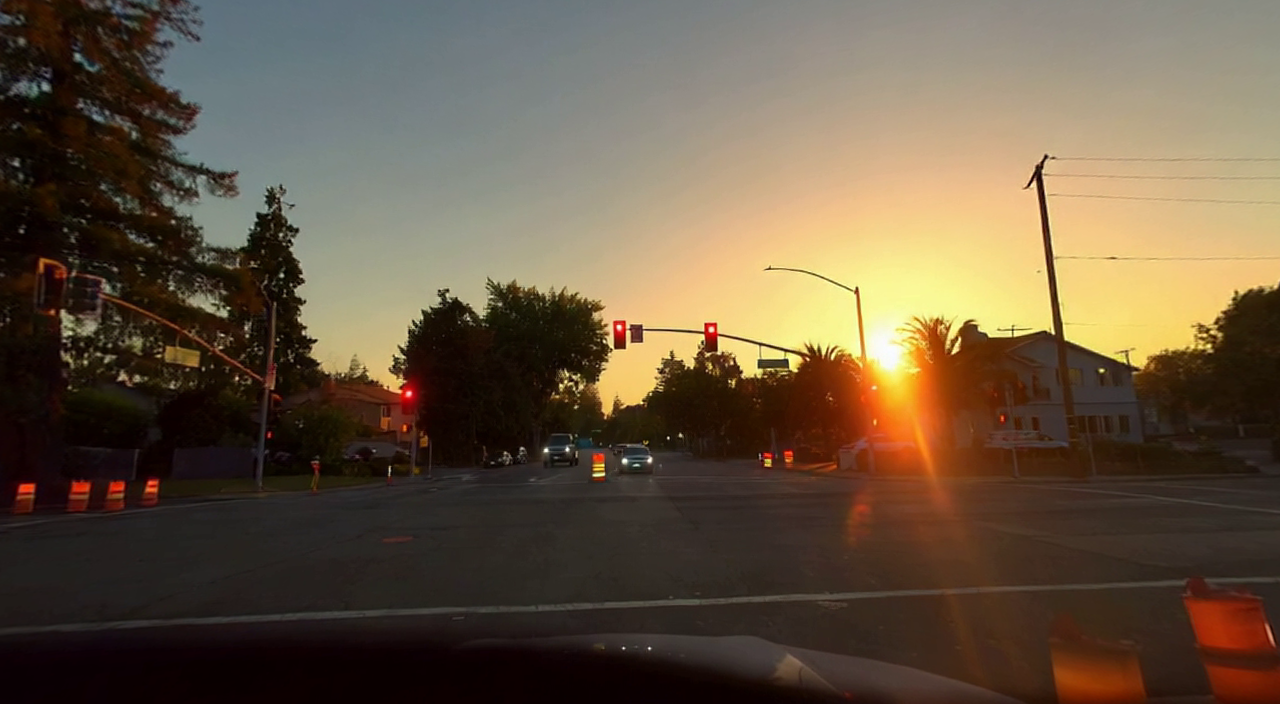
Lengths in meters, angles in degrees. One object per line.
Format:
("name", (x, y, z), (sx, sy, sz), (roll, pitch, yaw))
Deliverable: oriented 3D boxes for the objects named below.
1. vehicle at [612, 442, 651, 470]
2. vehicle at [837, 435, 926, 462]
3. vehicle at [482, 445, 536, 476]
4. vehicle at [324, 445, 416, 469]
("vehicle", (-0.498, 5.965, 36.405), (2.105, 1.457, 4.173), (0, -8, -1))
("vehicle", (15.364, 6.175, 40.324), (4.892, 1.656, 1.856), (0, -8, 0))
("vehicle", (-6.620, 5.525, 32.402), (1.881, 1.452, 4.121), (0, -8, 0))
("vehicle", (-16.401, 6.382, 38.596), (4.713, 1.409, 1.918), (0, -8, -2))
